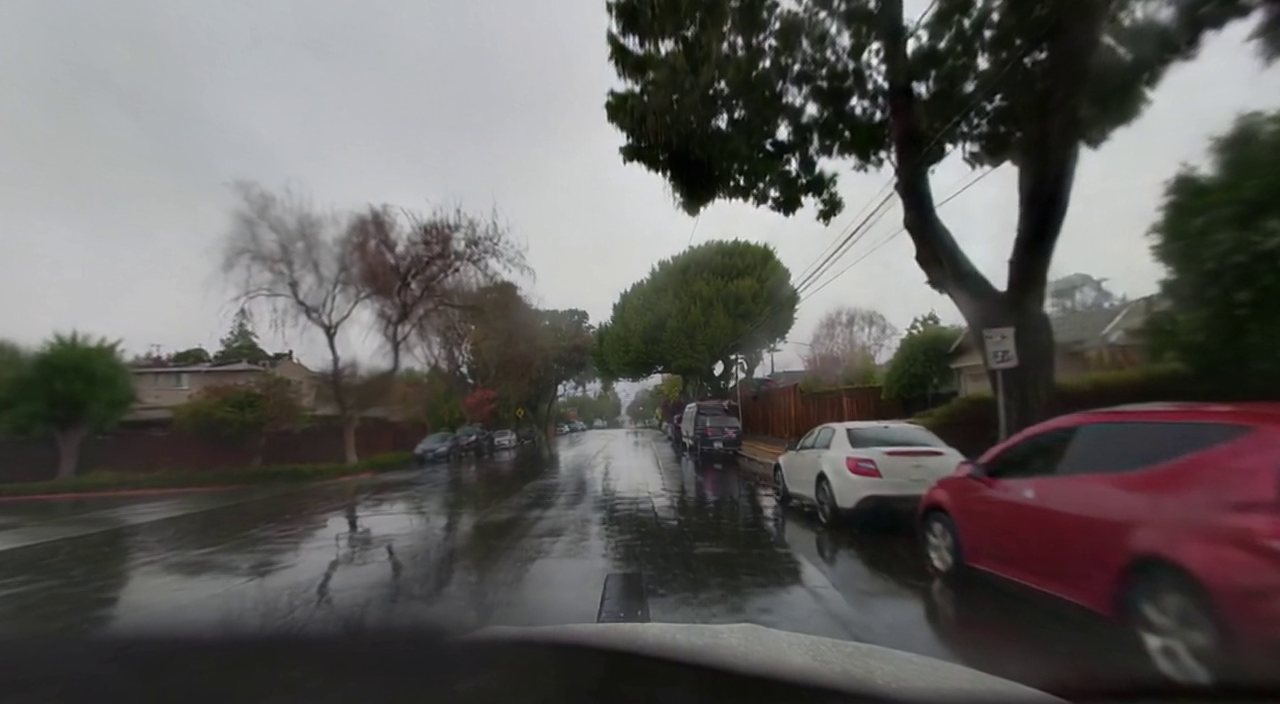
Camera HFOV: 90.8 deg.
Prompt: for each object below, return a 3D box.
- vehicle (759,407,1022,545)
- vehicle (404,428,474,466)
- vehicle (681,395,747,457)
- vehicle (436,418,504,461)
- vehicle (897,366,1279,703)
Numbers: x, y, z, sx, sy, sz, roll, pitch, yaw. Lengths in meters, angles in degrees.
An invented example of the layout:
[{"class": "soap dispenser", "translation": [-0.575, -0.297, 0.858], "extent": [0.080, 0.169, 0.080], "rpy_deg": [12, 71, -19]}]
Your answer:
[{"class": "vehicle", "translation": [3.558, 1.877, 10.289], "extent": [2.079, 1.681, 4.933], "rpy_deg": [0, -8, -2]}, {"class": "vehicle", "translation": [-8.446, 4.025, 26.866], "extent": [1.821, 1.476, 4.060], "rpy_deg": [0, -8, -3]}, {"class": "vehicle", "translation": [3.043, 3.178, 26.744], "extent": [2.233, 2.453, 3.787], "rpy_deg": [0, -8, -1]}, {"class": "vehicle", "translation": [-8.596, 4.447, 32.392], "extent": [2.163, 1.841, 4.679], "rpy_deg": [-6, -7, -1]}, {"class": "vehicle", "translation": [3.675, 1.065, 4.038], "extent": [2.047, 1.598, 4.321], "rpy_deg": [0, -8, -3]}]
